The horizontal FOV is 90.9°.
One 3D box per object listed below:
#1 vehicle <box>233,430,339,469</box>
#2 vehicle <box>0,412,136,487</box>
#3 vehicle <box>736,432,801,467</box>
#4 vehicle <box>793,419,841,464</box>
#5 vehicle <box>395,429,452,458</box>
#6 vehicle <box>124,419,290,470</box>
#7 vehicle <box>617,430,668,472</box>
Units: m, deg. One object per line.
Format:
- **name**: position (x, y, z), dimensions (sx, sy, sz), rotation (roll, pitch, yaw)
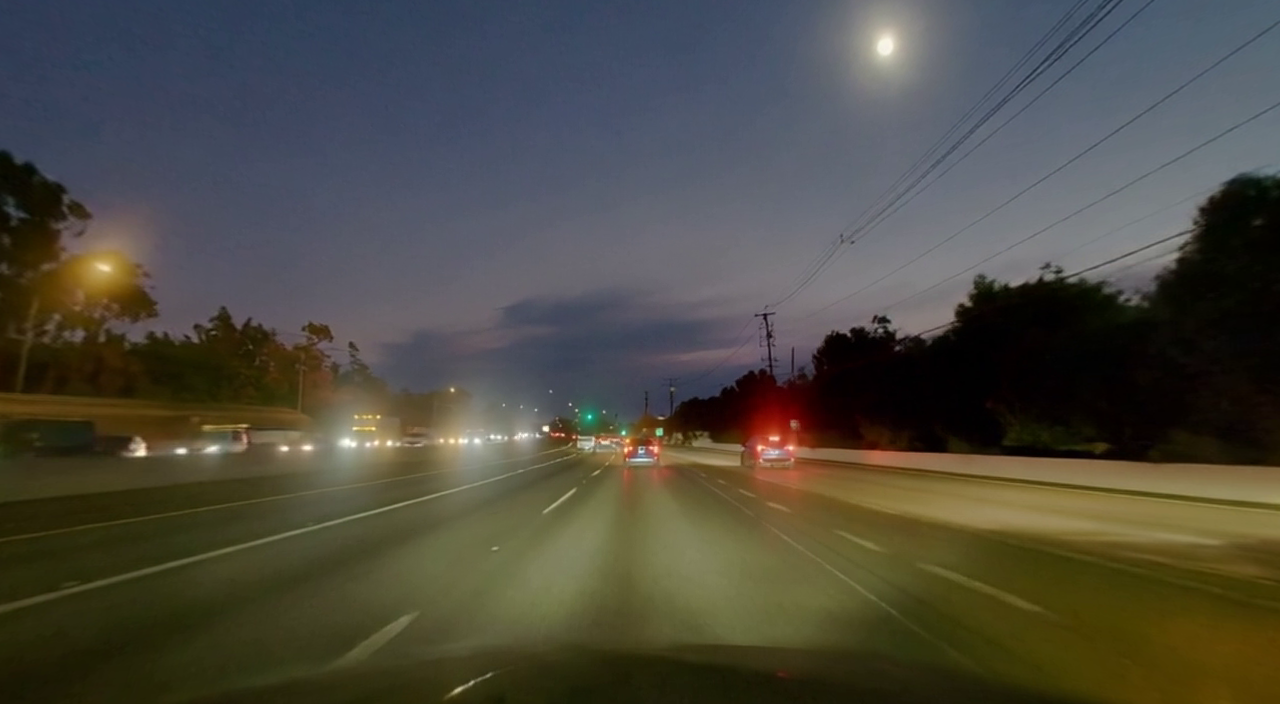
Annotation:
- **vehicle**: position (-16.041, 4.451, 28.965), dimensions (2.055, 1.611, 4.851), rotation (0, -8, 0)
- **vehicle**: position (-16.500, 2.518, 16.235), dimensions (2.188, 1.786, 5.759), rotation (0, -8, 1)
- **vehicle**: position (6.706, 5.156, 33.462), dimensions (2.099, 1.720, 4.829), rotation (0, -8, -5)
- **vehicle**: position (11.509, 5.828, 41.162), dimensions (2.162, 2.775, 2.707), rotation (0, -8, -4)
- **vehicle**: position (-16.449, 7.019, 48.364), dimensions (2.339, 2.062, 5.804), rotation (0, -8, -1)
- **vehicle**: position (-20.354, 4.454, 30.355), dimensions (2.860, 2.155, 7.249), rotation (0, -8, 0)
- **vehicle**: position (0.075, 4.566, 29.240), dimensions (2.192, 1.769, 4.287), rotation (0, -8, -1)
